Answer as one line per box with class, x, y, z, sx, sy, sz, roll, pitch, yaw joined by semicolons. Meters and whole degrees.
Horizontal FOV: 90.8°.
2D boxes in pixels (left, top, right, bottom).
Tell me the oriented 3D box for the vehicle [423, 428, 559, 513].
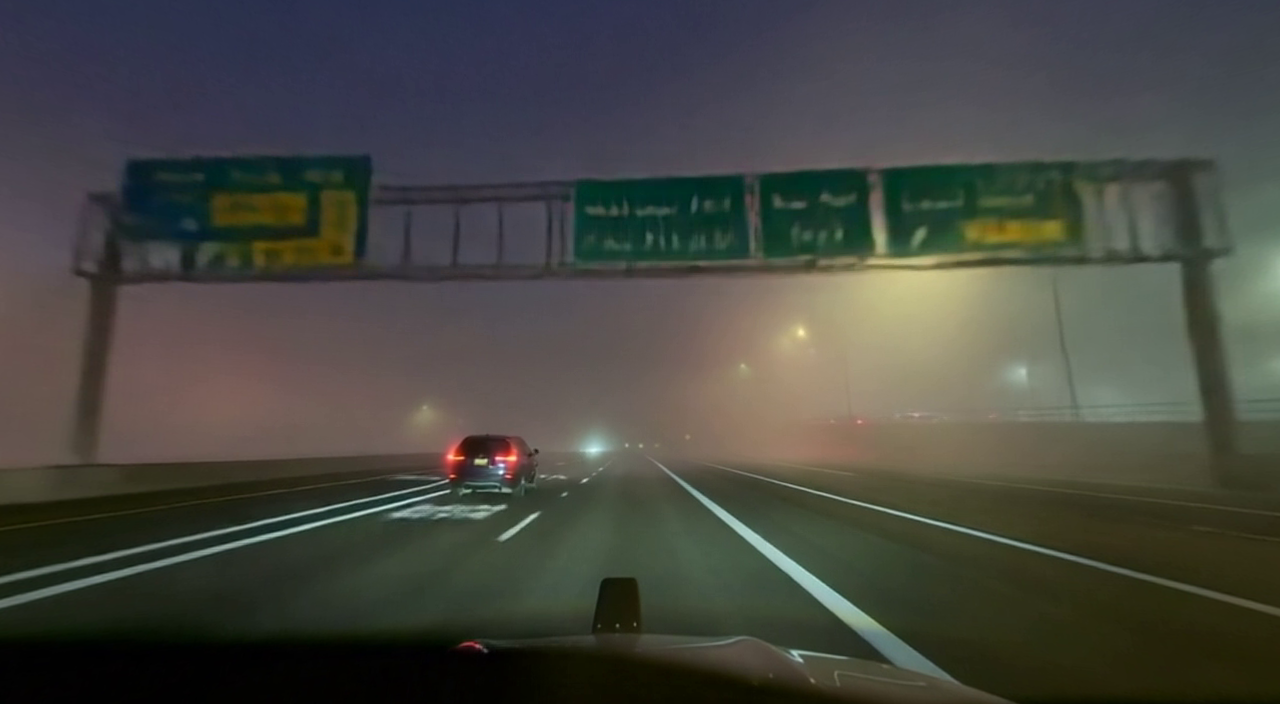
vehicle;-3.292;2.711;14.976;2.178;1.699;4.321;0;-8;-1
